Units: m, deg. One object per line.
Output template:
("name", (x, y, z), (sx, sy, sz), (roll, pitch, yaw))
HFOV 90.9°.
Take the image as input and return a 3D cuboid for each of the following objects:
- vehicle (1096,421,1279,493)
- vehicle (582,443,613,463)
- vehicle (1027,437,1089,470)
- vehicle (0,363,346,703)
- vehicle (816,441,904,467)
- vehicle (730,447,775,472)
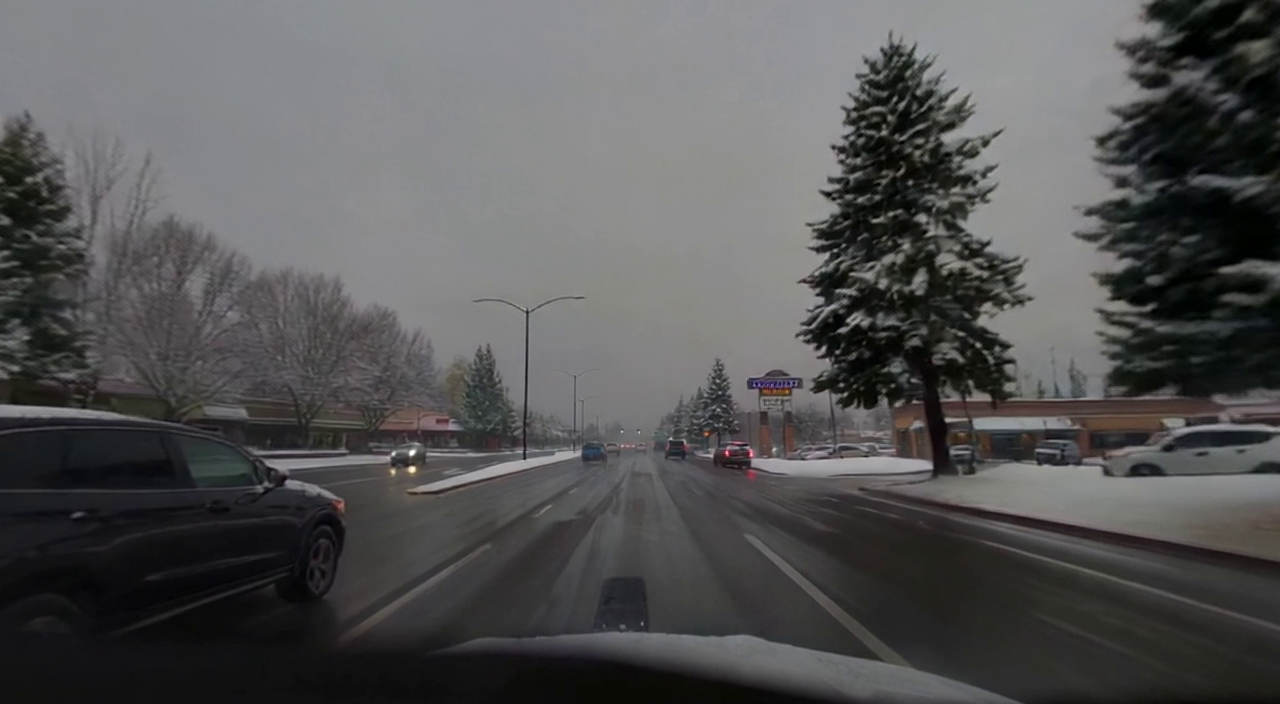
("vehicle", (15.655, 2.675, 16.396), (1.691, 1.670, 5.790), (3, -7, -40))
("vehicle", (-3.141, 7.590, 47.466), (2.005, 1.446, 4.265), (0, -9, 1))
("vehicle", (26.472, 6.394, 39.791), (5.164, 1.952, 1.981), (8, -12, -43))
("vehicle", (-3.568, 1.003, 3.432), (1.983, 1.635, 3.957), (0, -9, 0))
("vehicle", (15.116, 7.027, 43.561), (5.326, 1.690, 2.007), (-8, -11, 41))
("vehicle", (6.691, 6.438, 38.000), (1.888, 1.425, 4.547), (0, -9, 0))
